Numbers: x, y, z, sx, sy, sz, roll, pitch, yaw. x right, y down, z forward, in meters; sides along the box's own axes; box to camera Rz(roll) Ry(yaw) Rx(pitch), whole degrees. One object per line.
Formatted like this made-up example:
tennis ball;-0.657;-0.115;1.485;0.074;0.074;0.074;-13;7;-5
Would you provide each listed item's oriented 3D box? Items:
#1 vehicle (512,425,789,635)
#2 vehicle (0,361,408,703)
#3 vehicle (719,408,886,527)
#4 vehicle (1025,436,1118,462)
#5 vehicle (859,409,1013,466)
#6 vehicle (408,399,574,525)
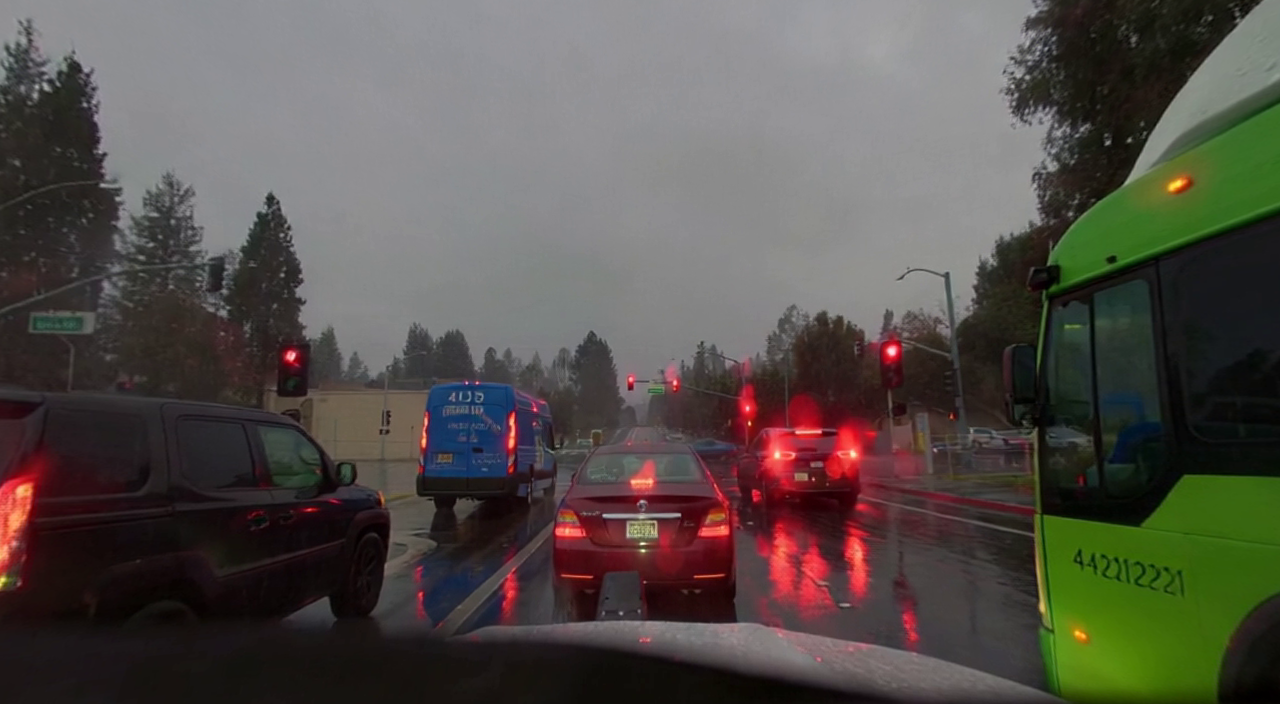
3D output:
vehicle;0.065;1.548;6.405;1.976;1.485;3.624;0;-8;0
vehicle;-3.411;1.177;4.618;1.921;1.701;3.989;0;-8;0
vehicle;3.153;2.397;13.666;2.143;2.036;5.367;0;-8;0
vehicle;25.869;5.824;37.972;4.229;1.489;1.794;0;-8;-1
vehicle;17.595;5.130;37.914;7.839;3.213;2.628;0;-8;-3
vehicle;-2.932;2.352;13.945;2.335;2.221;5.165;0;-8;1
